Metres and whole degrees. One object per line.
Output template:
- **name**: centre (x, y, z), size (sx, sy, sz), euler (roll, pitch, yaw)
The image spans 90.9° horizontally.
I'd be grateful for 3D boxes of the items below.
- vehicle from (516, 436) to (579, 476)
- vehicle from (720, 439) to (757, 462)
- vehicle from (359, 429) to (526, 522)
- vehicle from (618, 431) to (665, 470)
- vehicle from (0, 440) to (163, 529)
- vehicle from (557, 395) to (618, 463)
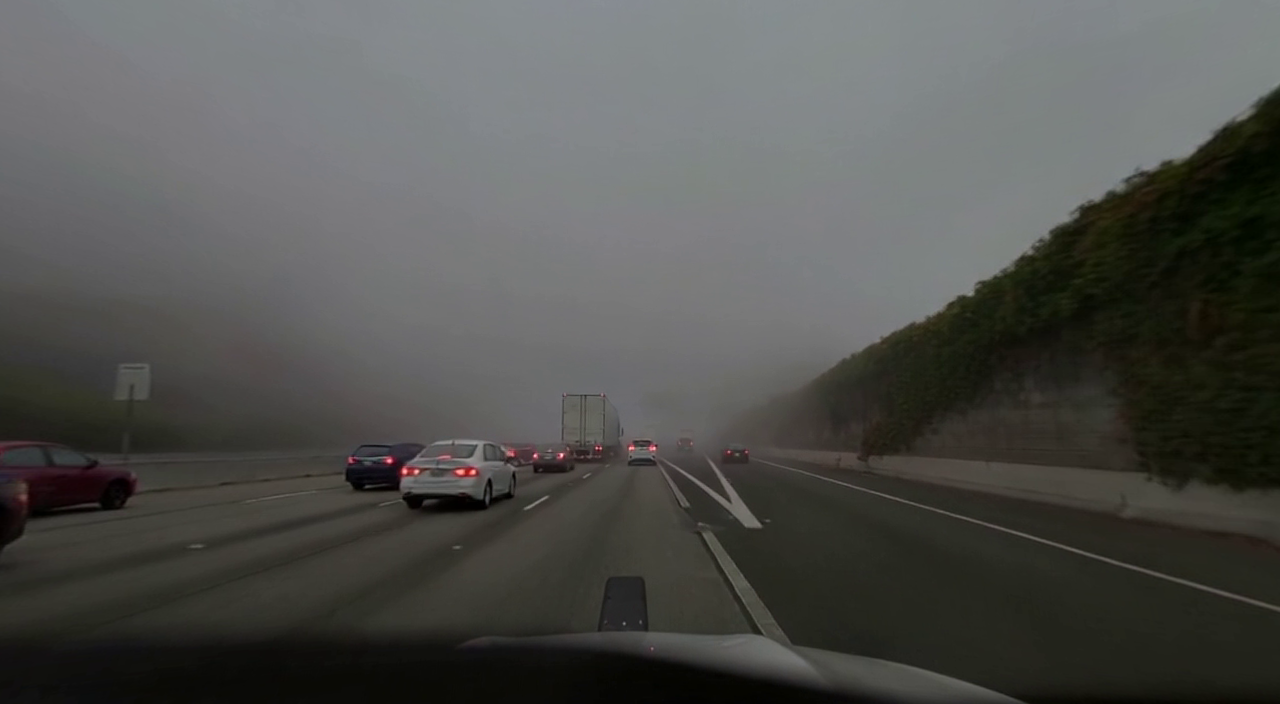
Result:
- **vehicle**: centre (-4.025, 4.594, 28.012), size (2.124, 1.627, 3.863), euler (0, -8, 1)
- **vehicle**: centre (6.721, 6.779, 43.374), size (2.176, 1.493, 3.955), euler (-1, -8, 4)
- **vehicle**: centre (-3.795, 2.448, 13.103), size (1.866, 1.568, 4.603), euler (0, -8, 2)
- **vehicle**: centre (0.087, 5.193, 33.365), size (2.325, 1.864, 4.128), euler (0, -8, 1)
- **vehicle**: centre (-11.750, 2.403, 11.829), size (1.997, 1.477, 4.546), euler (0, -8, 1)
- **vehicle**: centre (-3.712, 6.304, 49.589), size (3.348, 4.469, 16.443), euler (0, -9, 0)
